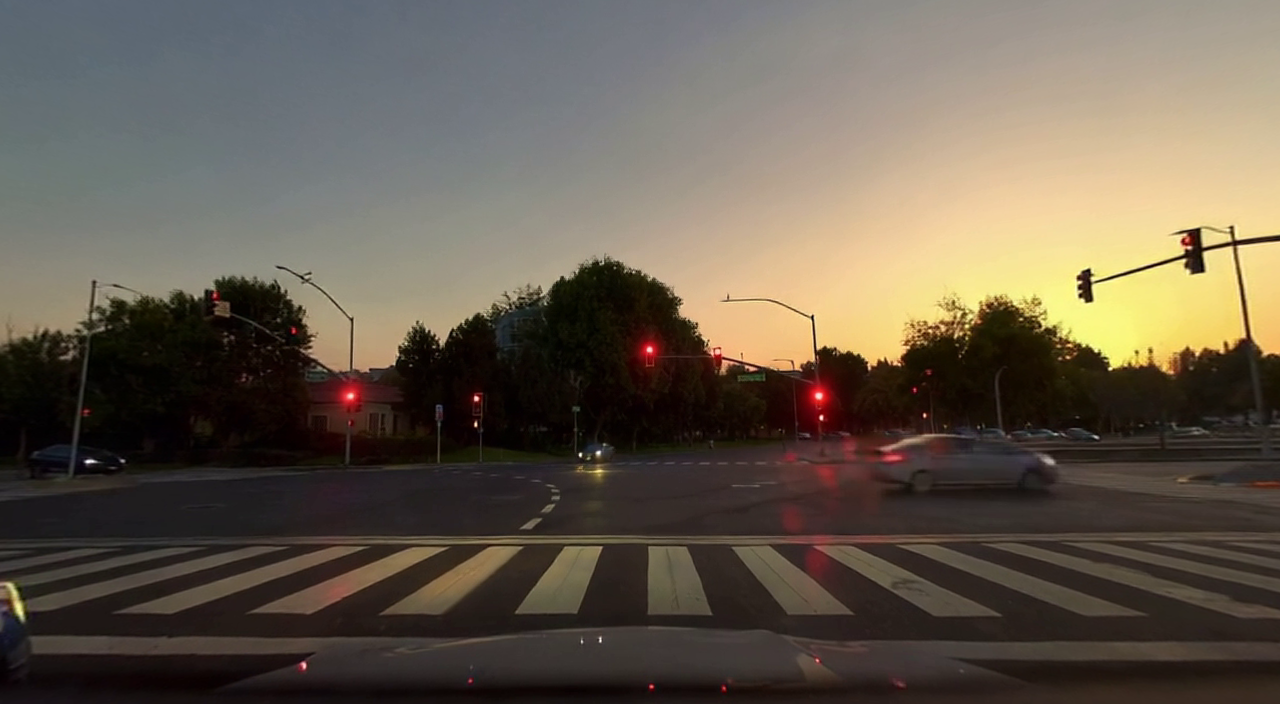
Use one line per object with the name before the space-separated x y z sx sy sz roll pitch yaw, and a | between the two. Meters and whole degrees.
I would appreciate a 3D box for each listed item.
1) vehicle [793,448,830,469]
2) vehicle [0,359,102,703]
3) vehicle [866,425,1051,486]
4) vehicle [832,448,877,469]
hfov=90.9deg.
vehicle | 12.581 7.847 46.541 1.647 1.386 3.725 -2 -8 0
vehicle | -3.061 0.567 0.221 2.055 1.573 4.065 0 -8 2
vehicle | 8.266 2.719 16.672 3.894 1.490 1.810 -1 -8 3
vehicle | 15.568 7.746 46.027 1.714 1.458 4.206 0 -8 -1
